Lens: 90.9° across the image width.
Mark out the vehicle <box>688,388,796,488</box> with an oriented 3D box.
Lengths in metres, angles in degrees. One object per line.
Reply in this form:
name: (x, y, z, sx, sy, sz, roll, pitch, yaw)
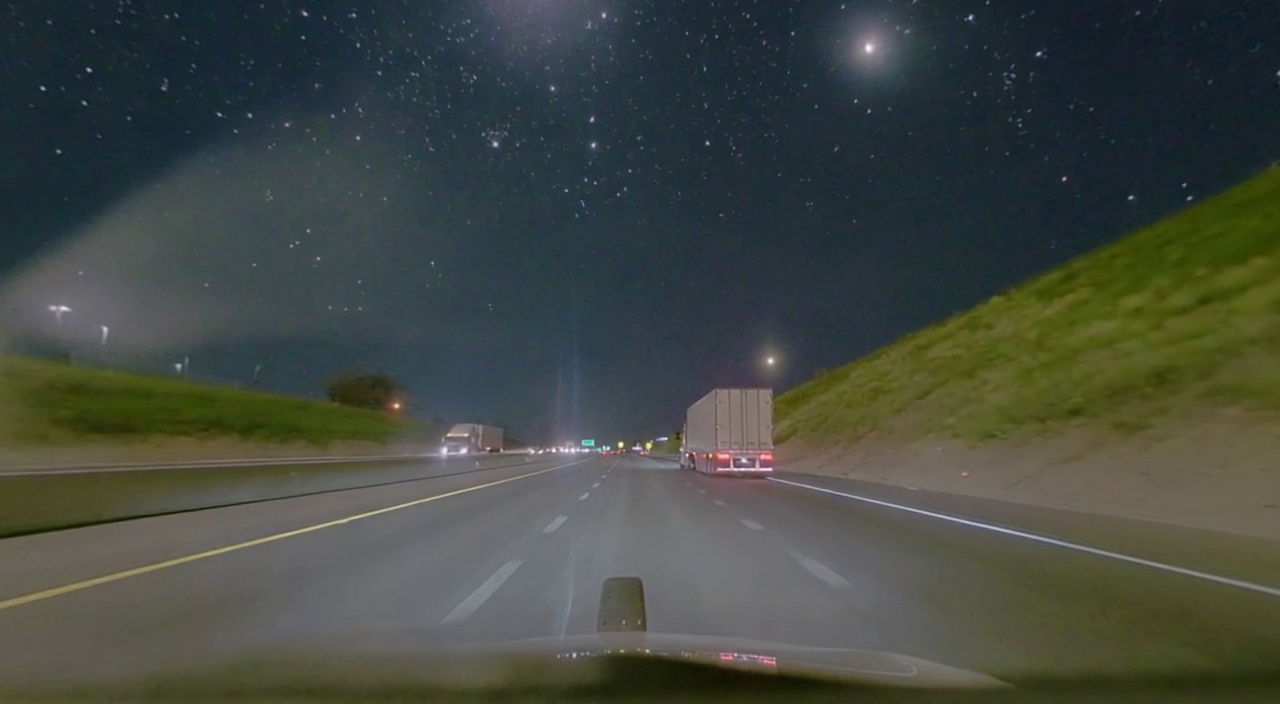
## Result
vehicle: (4.125, 4.008, 28.653, 2.876, 3.586, 11.726, 0, -9, 0)
